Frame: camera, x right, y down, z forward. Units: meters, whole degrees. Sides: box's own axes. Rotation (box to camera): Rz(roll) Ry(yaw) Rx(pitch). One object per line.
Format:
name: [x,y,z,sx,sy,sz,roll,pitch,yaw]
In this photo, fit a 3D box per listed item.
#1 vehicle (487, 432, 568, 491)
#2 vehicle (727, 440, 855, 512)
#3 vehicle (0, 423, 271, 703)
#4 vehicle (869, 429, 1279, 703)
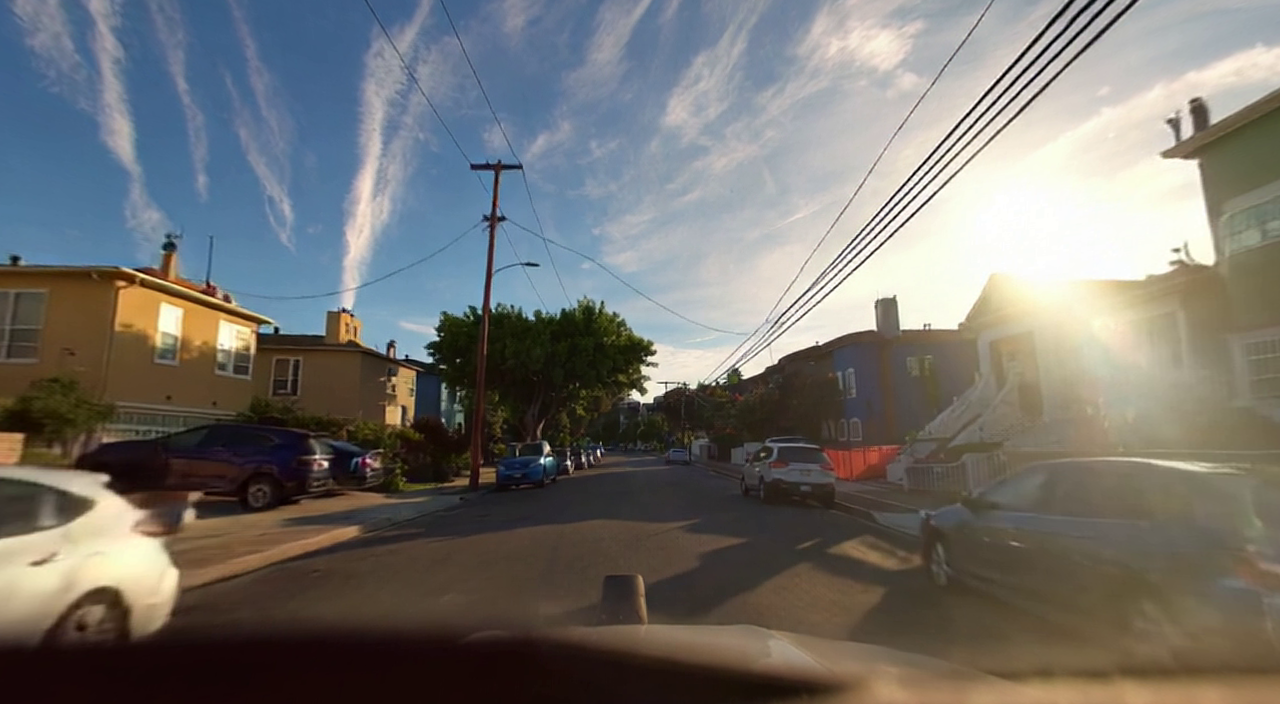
vehicle: [-3.973,3.972,23.255,2.057,1.887,5.053,0,-9,0]
vehicle: [3.587,3.017,15.939,2.019,1.536,4.405,0,-9,-2]
vehicle: [-3.780,1.015,2.533,1.971,1.460,4.523,0,-9,-2]
vehicle: [3.726,1.410,5.034,1.862,1.452,4.737,0,-9,-2]
